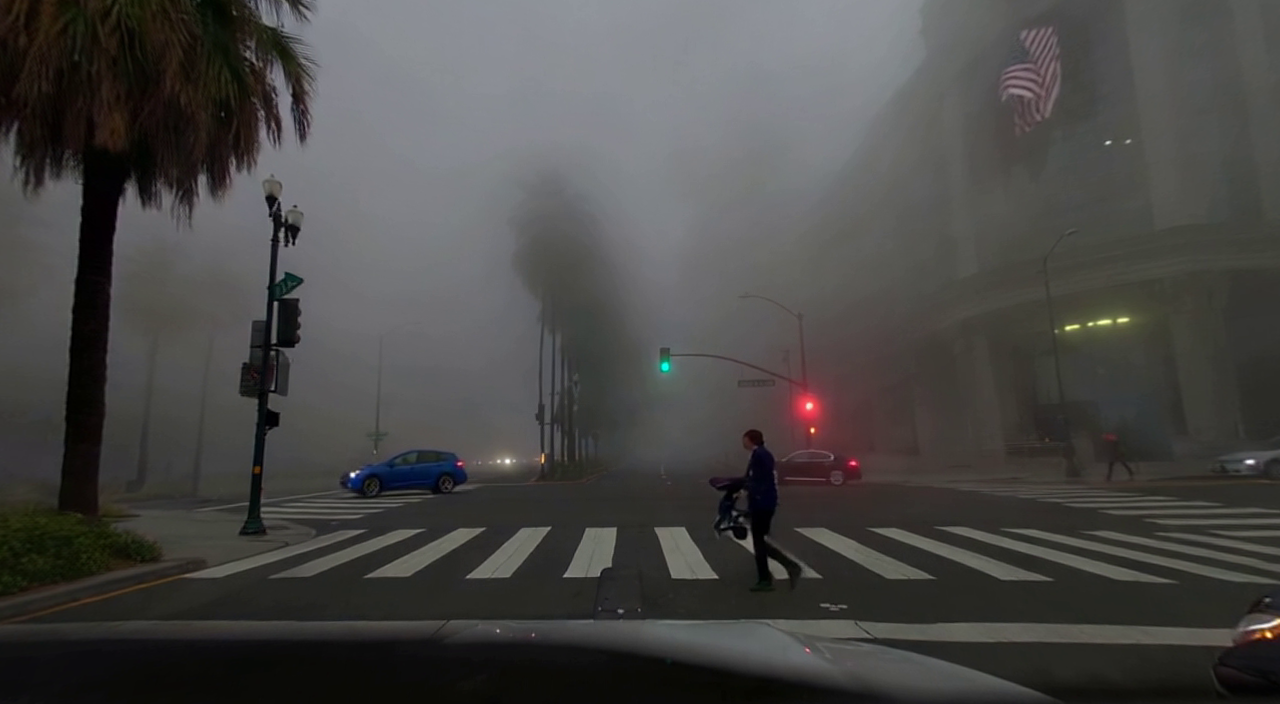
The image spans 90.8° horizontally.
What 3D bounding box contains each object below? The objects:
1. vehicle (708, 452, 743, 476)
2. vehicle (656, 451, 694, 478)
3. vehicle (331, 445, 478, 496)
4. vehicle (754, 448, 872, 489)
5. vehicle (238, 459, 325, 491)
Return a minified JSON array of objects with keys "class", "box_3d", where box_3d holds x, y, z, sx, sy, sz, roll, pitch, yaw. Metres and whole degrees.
[{"class":"vehicle","box_3d":[6.556,8.581,48.688,2.176,1.690,4.138,0,-8,1]},{"class":"vehicle","box_3d":[2.512,8.222,46.501,2.325,1.810,4.827,0,-8,-2]},{"class":"vehicle","box_3d":[-7.991,4.048,21.904,4.499,1.594,1.898,2,-9,-13]},{"class":"vehicle","box_3d":[7.183,4.795,26.368,4.273,1.525,2.000,-6,-10,32]},{"class":"vehicle","box_3d":[-19.948,6.859,35.413,2.069,1.540,4.774,0,-8,0]}]
